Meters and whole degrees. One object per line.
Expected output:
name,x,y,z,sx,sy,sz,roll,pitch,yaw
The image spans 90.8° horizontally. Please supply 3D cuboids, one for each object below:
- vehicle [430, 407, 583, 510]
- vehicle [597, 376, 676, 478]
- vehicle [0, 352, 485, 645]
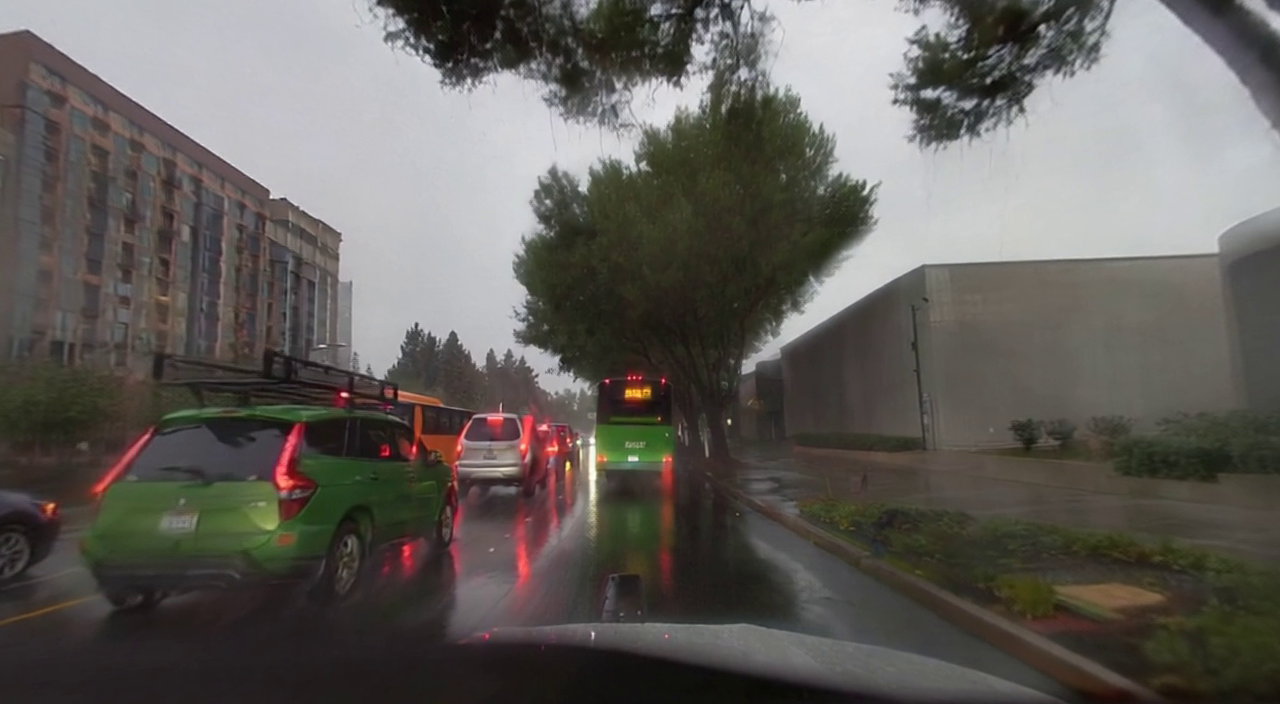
vehicle,-3.045,2.652,16.147,2.546,2.125,5.869,0,-9,1
vehicle,-0.125,3.744,30.111,2.970,3.857,12.200,0,-9,0
vehicle,-3.355,1.316,6.667,2.095,1.892,5.043,0,-9,1
